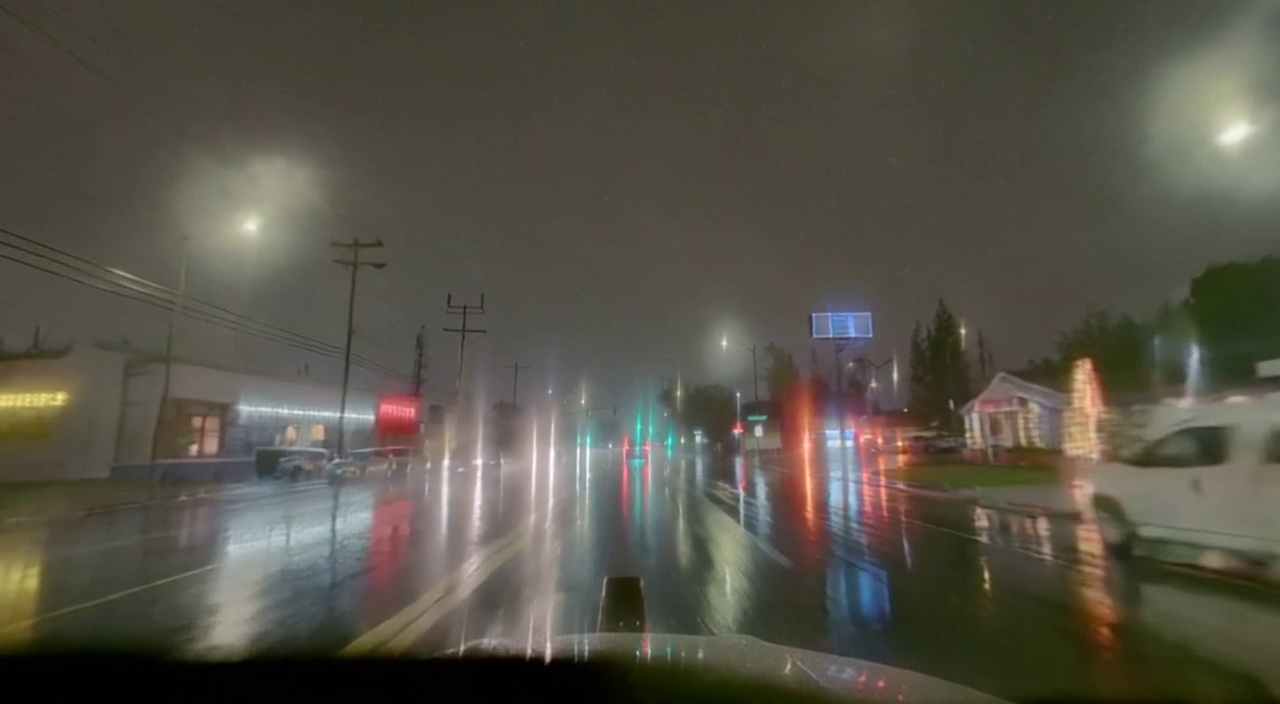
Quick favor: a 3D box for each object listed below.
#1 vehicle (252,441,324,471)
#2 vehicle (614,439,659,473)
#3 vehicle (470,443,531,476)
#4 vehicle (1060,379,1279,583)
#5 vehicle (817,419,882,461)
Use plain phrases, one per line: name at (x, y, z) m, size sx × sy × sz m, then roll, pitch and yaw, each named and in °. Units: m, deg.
vehicle at (-20.956, 6.185, 37.851) m, size 1.911 × 1.663 × 4.115 m, roll 0°, pitch -8°, yaw 0°
vehicle at (-0.173, 5.109, 31.407) m, size 2.067 × 1.547 × 4.513 m, roll 0°, pitch -8°, yaw -1°
vehicle at (-6.653, 5.150, 30.528) m, size 1.930 × 1.450 × 4.234 m, roll 0°, pitch -8°, yaw 1°
vehicle at (7.689, 1.401, 7.025) m, size 2.257 × 2.072 × 5.376 m, roll 0°, pitch -8°, yaw -1°
vehicle at (13.870, 5.912, 42.326) m, size 2.449 × 2.564 × 5.877 m, roll 0°, pitch -9°, yaw 2°
